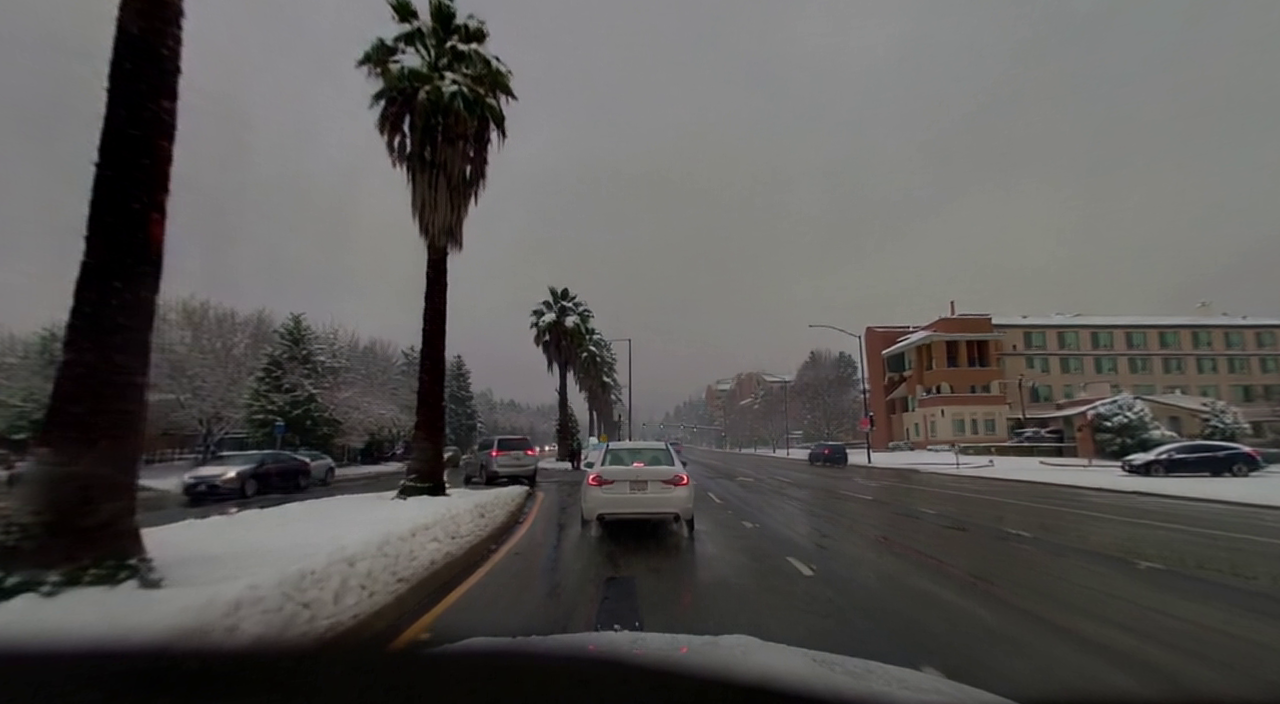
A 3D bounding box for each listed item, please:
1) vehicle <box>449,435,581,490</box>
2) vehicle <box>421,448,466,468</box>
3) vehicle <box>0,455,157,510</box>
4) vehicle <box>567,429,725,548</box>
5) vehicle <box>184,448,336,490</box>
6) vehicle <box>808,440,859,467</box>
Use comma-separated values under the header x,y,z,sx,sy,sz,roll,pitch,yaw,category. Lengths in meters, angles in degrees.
x,y,z,sx,sy,sz,roll,pitch,yaw,category
-4.112,3.499,20.367,2.095,1.552,4.457,8,-12,-43,vehicle
-15.254,8.225,49.328,2.099,1.464,4.615,0,-9,-1,vehicle
-16.687,3.792,18.746,4.071,1.442,1.948,-4,-9,24,vehicle
-0.008,2.047,10.189,1.986,1.473,4.382,0,-9,-2,vehicle
-14.521,4.451,24.284,4.585,1.479,2.088,-1,-9,7,vehicle
14.092,7.404,46.391,2.131,1.832,5.203,0,-9,1,vehicle
